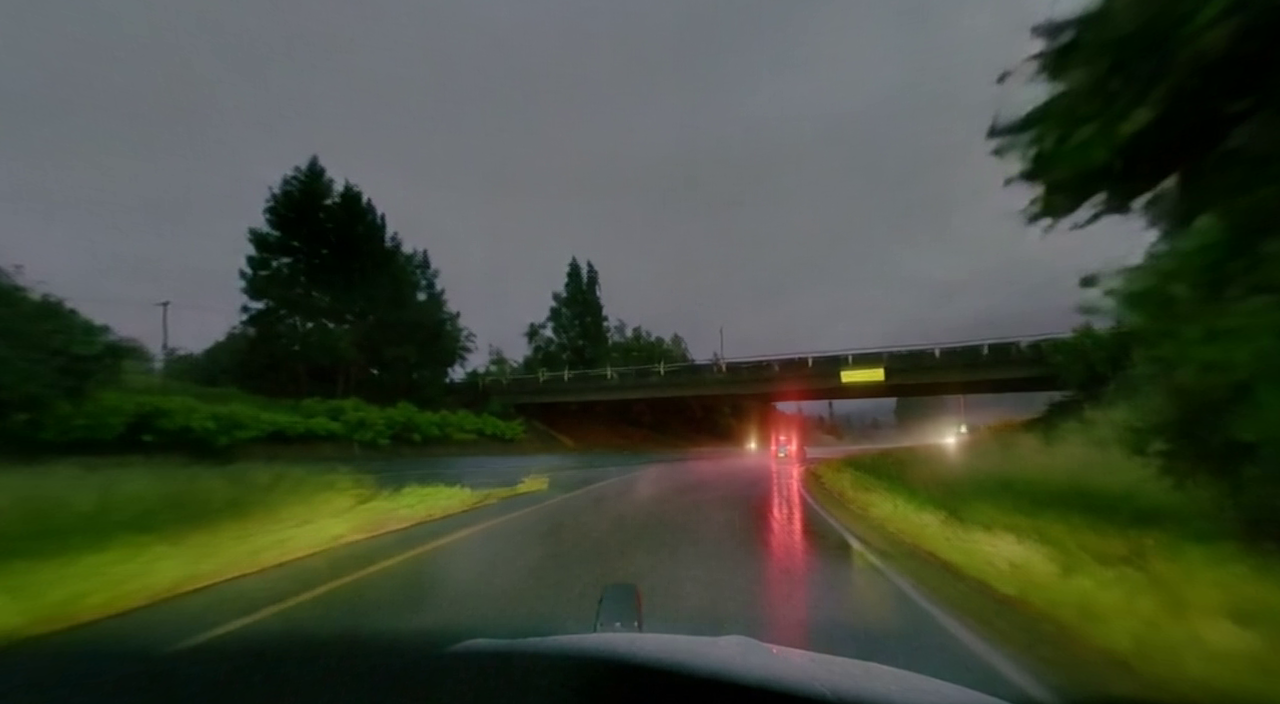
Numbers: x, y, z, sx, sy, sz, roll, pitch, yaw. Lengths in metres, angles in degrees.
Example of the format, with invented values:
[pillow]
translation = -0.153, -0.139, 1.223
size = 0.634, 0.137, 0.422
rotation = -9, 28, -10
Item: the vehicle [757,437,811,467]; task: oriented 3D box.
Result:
[vehicle]
translation = 7.493, 5.160, 32.509
size = 1.980, 1.449, 3.650
rotation = -4, -10, 23
